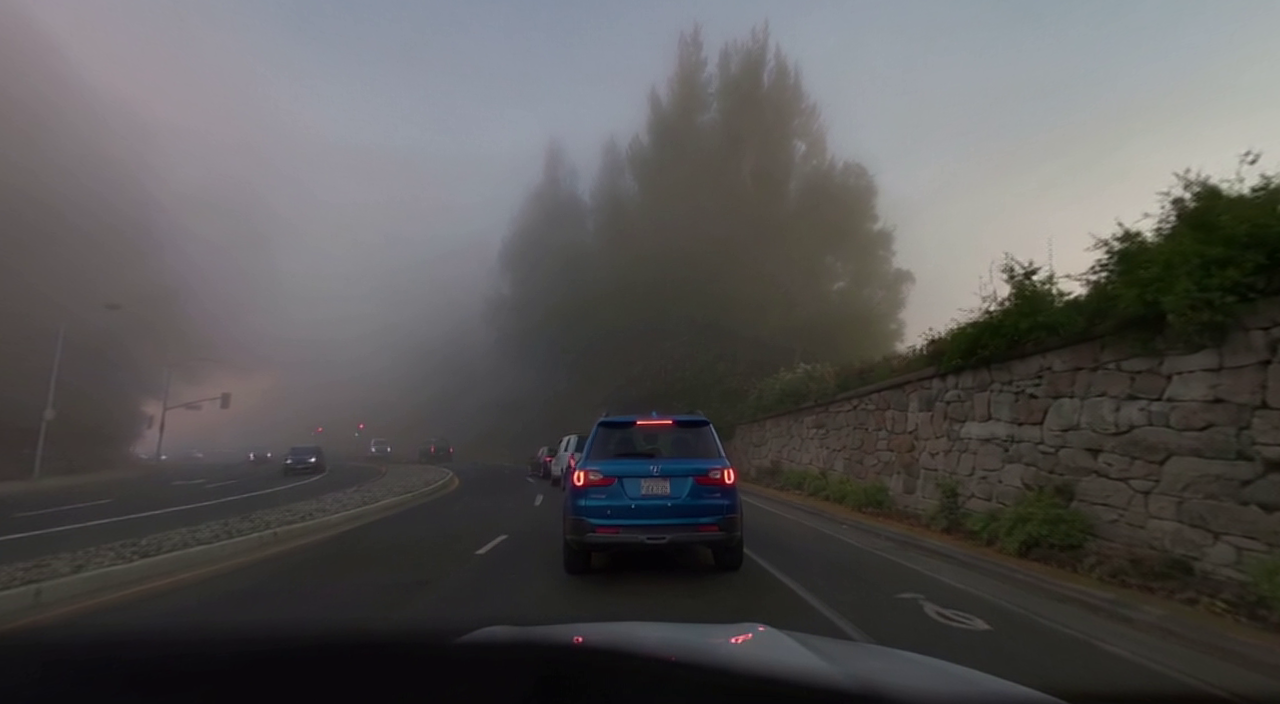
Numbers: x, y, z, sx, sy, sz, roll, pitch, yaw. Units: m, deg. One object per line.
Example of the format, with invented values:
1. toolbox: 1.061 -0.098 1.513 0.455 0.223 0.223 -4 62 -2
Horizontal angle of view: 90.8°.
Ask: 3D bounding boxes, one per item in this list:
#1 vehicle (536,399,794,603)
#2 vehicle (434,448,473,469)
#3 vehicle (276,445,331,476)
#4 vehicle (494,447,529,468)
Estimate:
1. vehicle: 0.045 1.621 7.796 2.287 1.762 4.269 1 -8 -5
2. vehicle: -13.933 7.919 47.098 2.023 1.474 4.286 4 -9 -26
3. vehicle: -19.859 6.371 37.441 2.317 1.695 4.538 3 -9 -22
4. vehicle: -10.115 8.194 49.367 1.837 1.483 4.559 3 -9 -22
